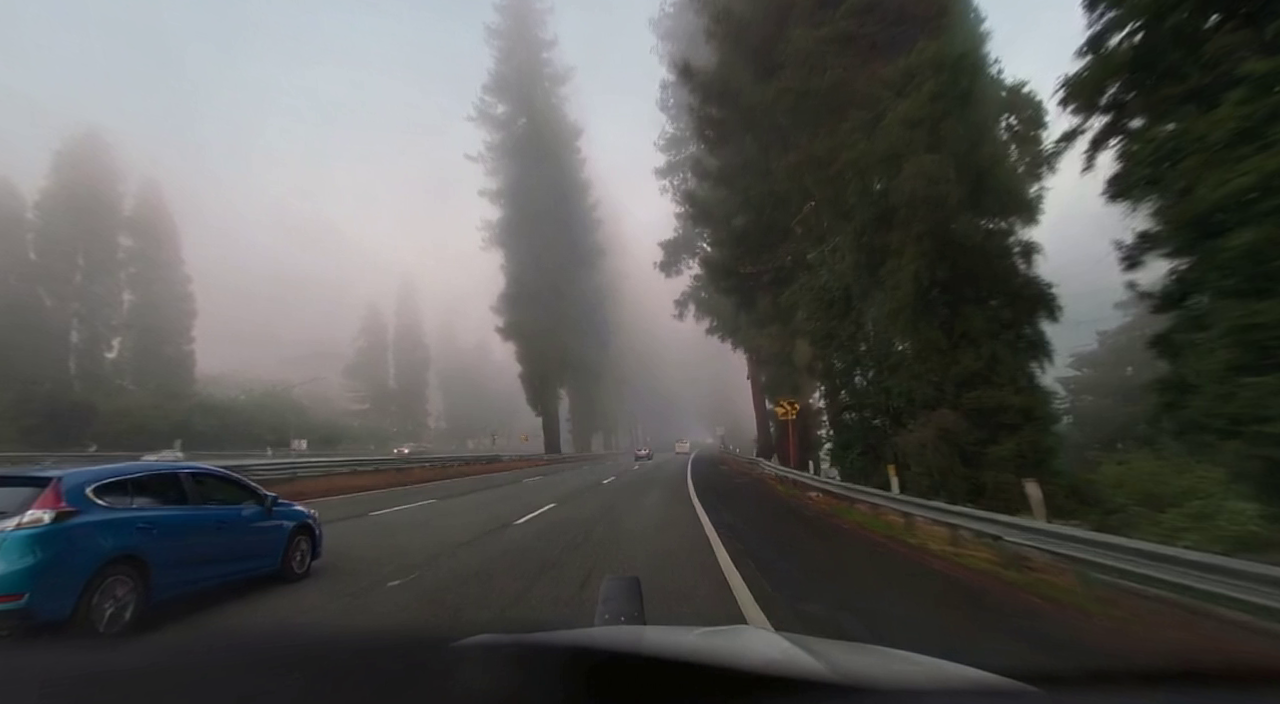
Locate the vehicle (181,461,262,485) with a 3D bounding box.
[{"bbox_3d":[-29.030,8.364,43.931,1.964,1.444,4.565,-2,-8,11],"label":"vehicle"}]

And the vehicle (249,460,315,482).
[{"bbox_3d":[-25.349,8.425,44.817,1.883,1.426,3.958,-2,-8,11],"label":"vehicle"}]

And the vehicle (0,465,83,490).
[{"bbox_3d":[-40.730,8.481,42.948,1.709,1.468,3.901,-2,-8,10],"label":"vehicle"}]
